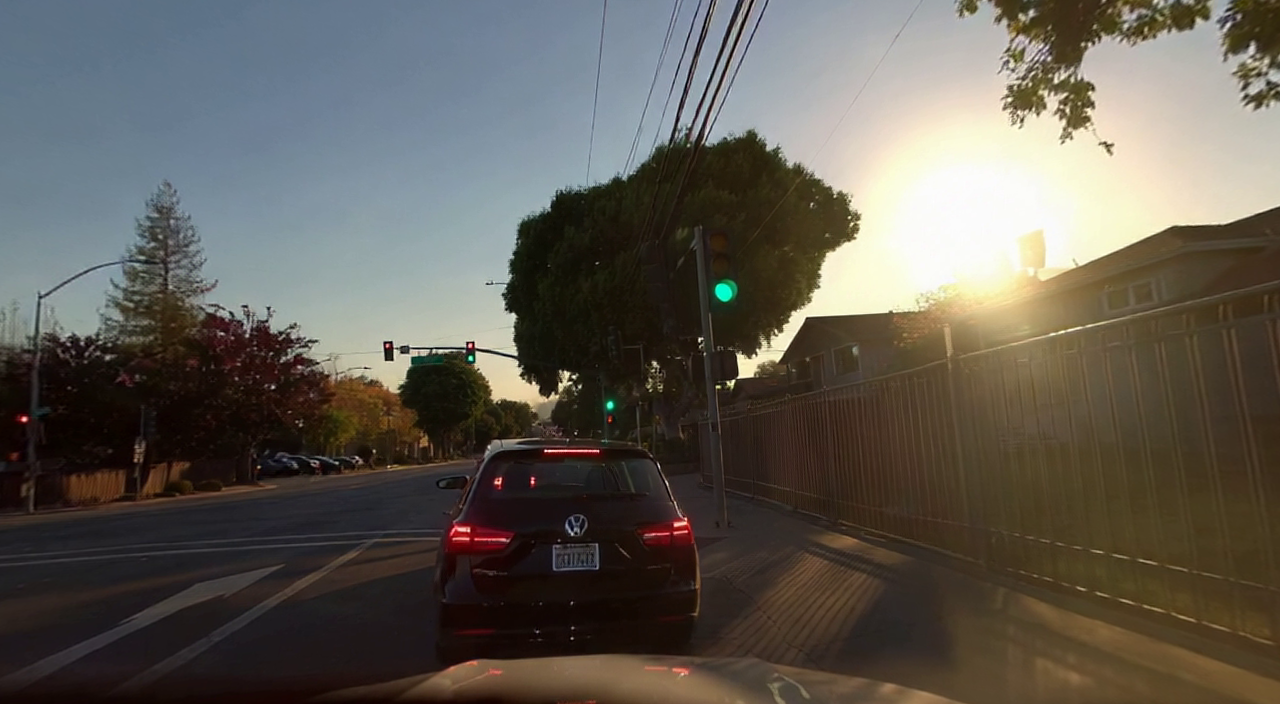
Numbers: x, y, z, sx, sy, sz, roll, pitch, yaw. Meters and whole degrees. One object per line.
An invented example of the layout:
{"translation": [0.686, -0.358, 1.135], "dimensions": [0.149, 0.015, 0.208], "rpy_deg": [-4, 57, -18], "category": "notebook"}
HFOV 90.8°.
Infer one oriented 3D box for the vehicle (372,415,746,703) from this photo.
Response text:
{"translation": [-0.685, 1.382, 5.356], "dimensions": [2.024, 1.502, 3.702], "rpy_deg": [1, -9, -9], "category": "vehicle"}
